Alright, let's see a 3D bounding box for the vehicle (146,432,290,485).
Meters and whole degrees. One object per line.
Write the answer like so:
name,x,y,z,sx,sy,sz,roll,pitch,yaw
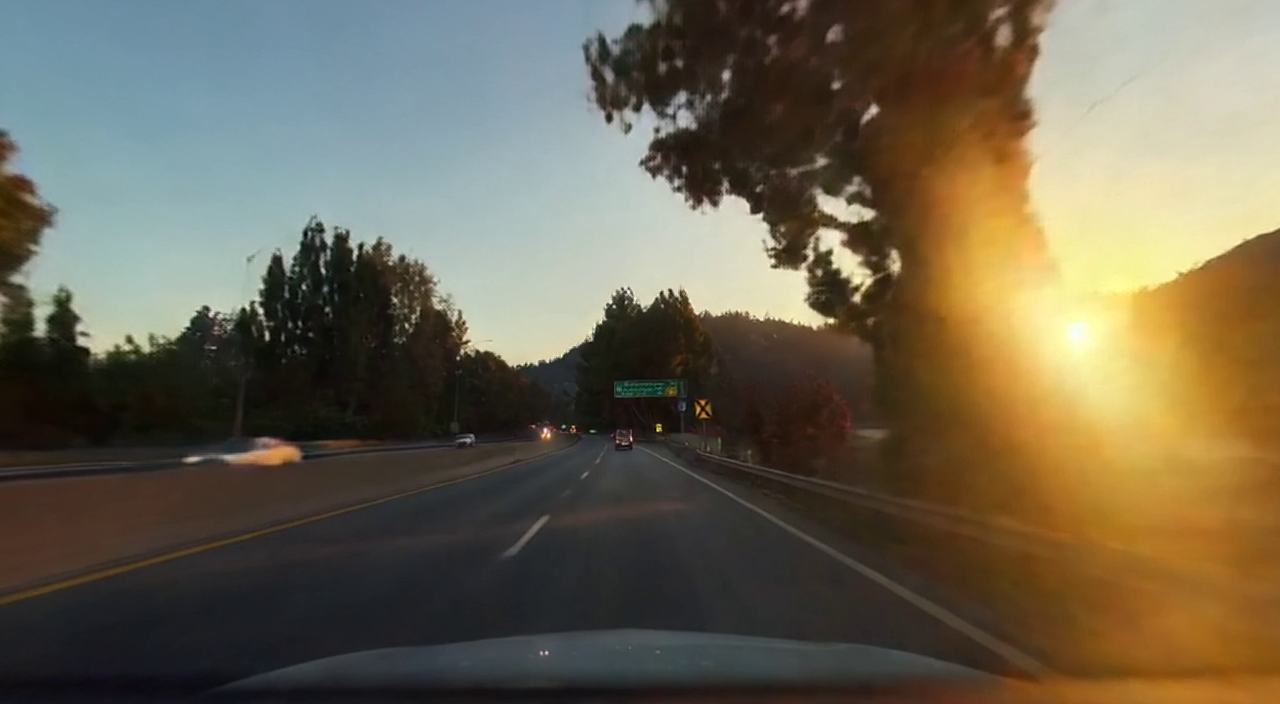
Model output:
vehicle,-12.681,3.194,19.257,1.853,1.436,3.706,0,-8,-1
